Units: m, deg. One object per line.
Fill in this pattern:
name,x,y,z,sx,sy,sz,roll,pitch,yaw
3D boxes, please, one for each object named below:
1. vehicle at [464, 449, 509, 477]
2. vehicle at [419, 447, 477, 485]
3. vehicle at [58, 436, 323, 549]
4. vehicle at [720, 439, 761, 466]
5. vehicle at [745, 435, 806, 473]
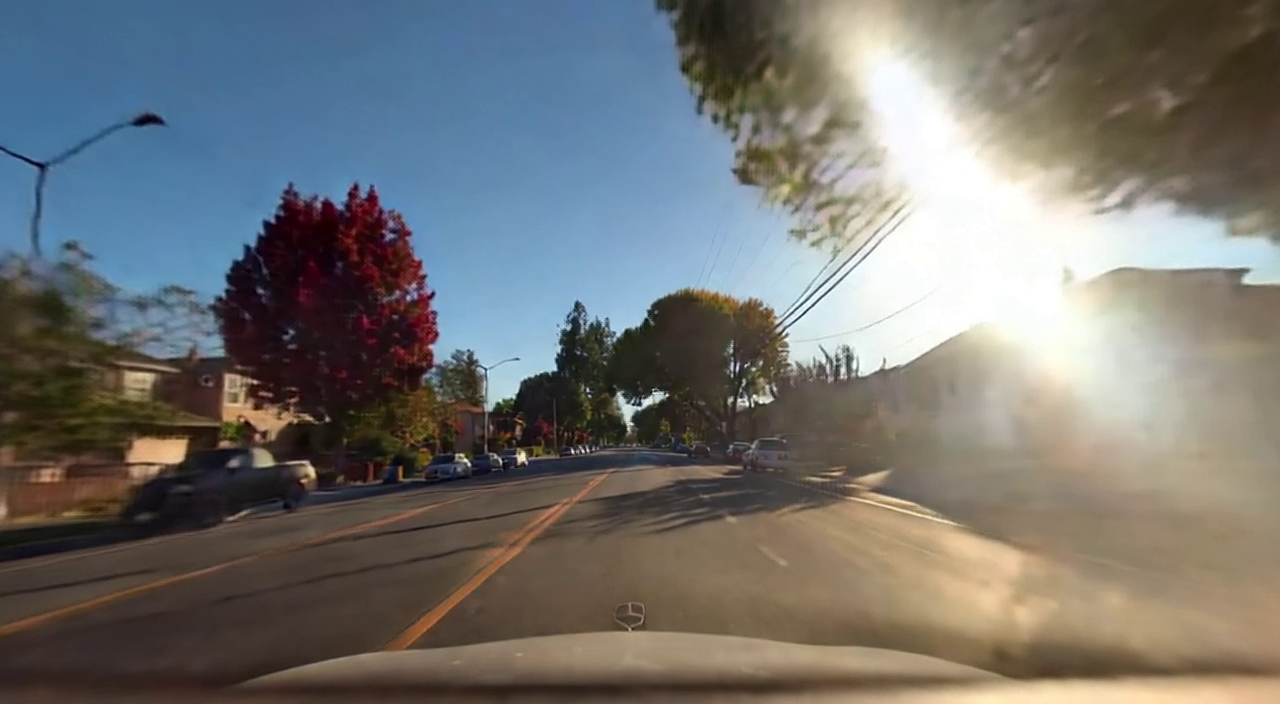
vehicle,-10.197,7.346,42.115,1.932,1.472,4.516,-4,-7,-2
vehicle,-10.135,5.993,33.509,1.974,1.696,4.336,-3,-8,-4
vehicle,-10.379,3.179,15.396,2.419,2.001,5.566,-3,-7,0
vehicle,7.103,7.170,45.142,2.194,1.741,4.800,-1,-9,1
vehicle,7.062,5.405,33.496,2.128,1.823,4.834,-1,-8,0
